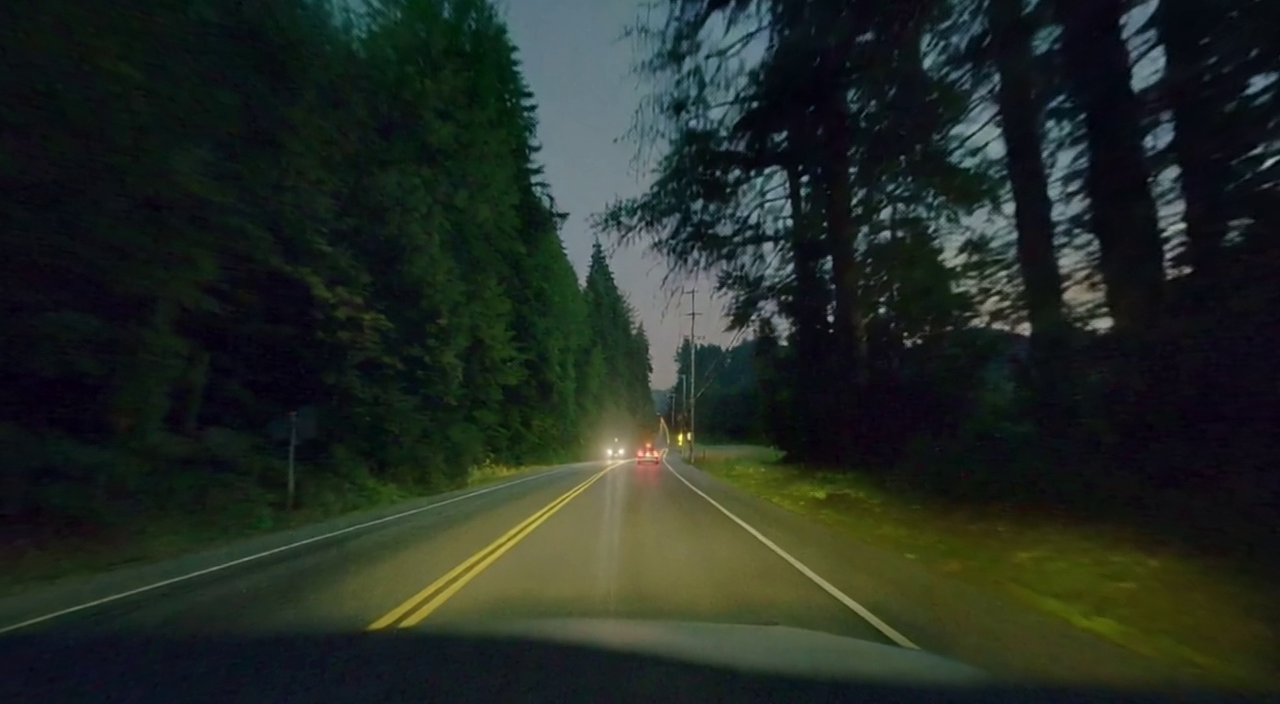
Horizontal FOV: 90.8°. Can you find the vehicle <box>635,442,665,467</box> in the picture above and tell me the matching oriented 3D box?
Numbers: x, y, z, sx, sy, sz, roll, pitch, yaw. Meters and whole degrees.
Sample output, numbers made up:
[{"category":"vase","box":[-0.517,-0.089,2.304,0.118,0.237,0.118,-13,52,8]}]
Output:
[{"category":"vehicle","box":[0.688,7.532,46.566,2.083,1.767,4.448,-1,-9,0]}]
